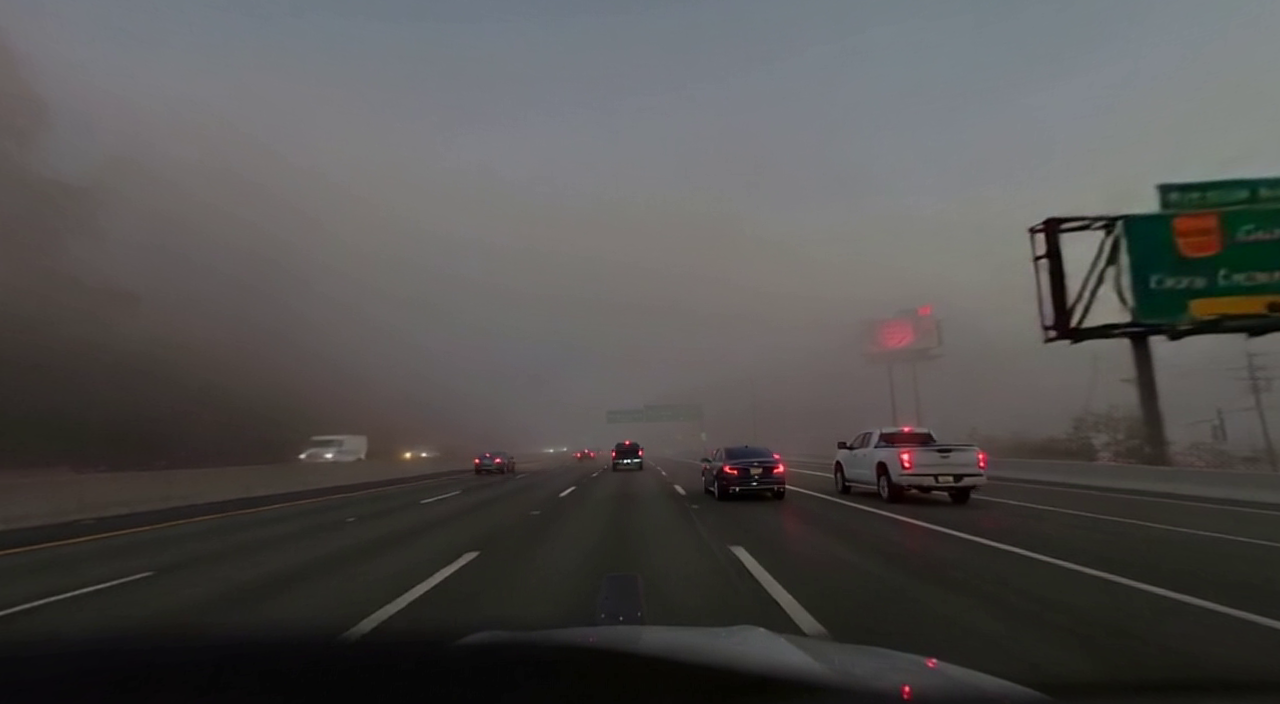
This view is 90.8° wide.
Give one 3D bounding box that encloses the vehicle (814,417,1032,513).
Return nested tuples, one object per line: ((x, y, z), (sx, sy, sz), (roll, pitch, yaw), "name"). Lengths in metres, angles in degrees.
((6.515, 2.707, 15.722), (2.635, 1.919, 5.907), (0, -8, -1), "vehicle")

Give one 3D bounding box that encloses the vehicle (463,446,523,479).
((-7.251, 5.475, 31.541), (1.920, 1.482, 4.385), (0, -8, 0), "vehicle")

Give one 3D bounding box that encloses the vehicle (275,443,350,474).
((-19.175, 6.227, 37.236), (1.845, 1.731, 4.715), (0, -8, 1), "vehicle")

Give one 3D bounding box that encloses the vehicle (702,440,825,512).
((2.768, 2.870, 15.198), (2.011, 1.462, 4.286), (0, -8, -1), "vehicle")

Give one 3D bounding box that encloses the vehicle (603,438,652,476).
((-0.620, 5.388, 32.662), (2.323, 1.805, 4.729), (0, -8, 0), "vehicle")

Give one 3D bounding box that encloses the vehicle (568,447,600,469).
((-4.047, 7.711, 46.164), (1.935, 1.487, 4.076), (0, -8, 0), "vehicle")
